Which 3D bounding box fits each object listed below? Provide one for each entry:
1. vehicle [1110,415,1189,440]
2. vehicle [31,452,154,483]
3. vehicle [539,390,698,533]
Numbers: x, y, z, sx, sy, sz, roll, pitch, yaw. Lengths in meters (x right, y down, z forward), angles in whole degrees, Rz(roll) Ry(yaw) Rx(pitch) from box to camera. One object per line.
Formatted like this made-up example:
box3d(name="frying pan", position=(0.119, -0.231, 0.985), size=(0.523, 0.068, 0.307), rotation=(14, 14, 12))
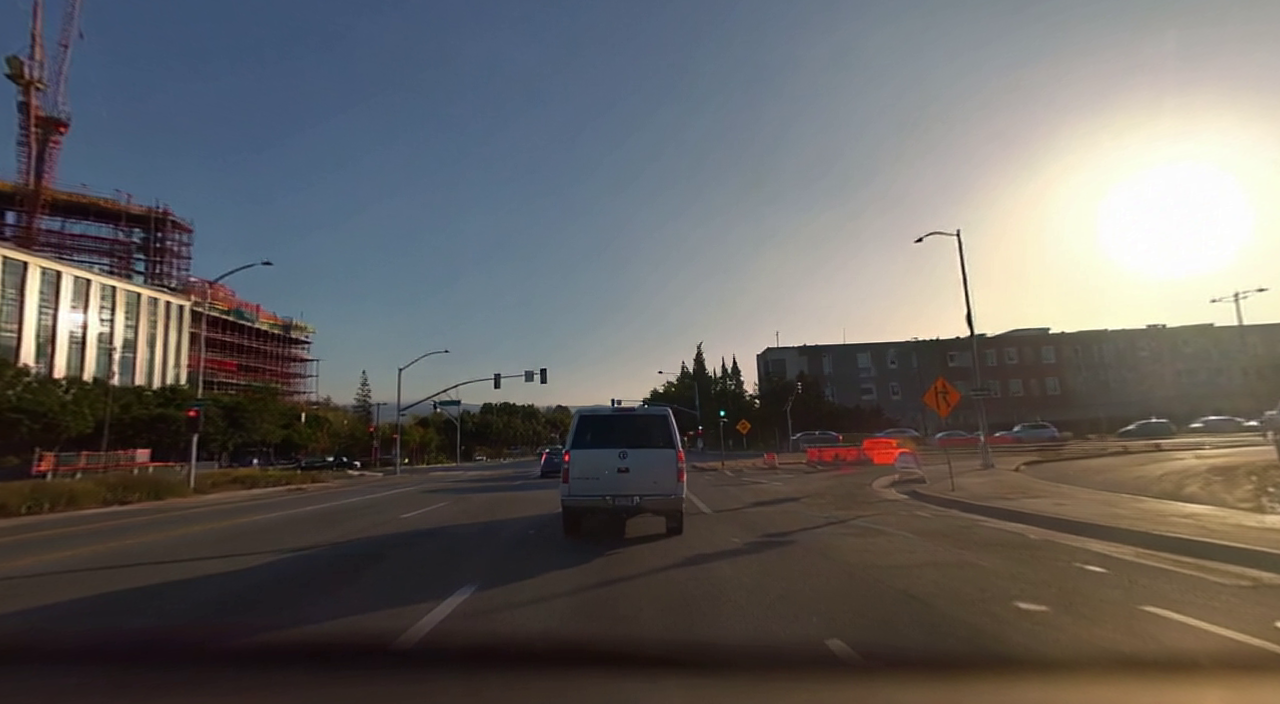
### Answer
box3d(name="vehicle", position=(39.390, 5.843, 48.832), size=(4.556, 1.639, 2.002), rotation=(-2, -8, 34))
box3d(name="vehicle", position=(-36.164, 7.604, 41.724), size=(5.755, 1.945, 2.403), rotation=(0, -9, -1))
box3d(name="vehicle", position=(-0.454, 2.054, 12.348), size=(2.350, 2.122, 5.801), rotation=(0, -8, -3))
